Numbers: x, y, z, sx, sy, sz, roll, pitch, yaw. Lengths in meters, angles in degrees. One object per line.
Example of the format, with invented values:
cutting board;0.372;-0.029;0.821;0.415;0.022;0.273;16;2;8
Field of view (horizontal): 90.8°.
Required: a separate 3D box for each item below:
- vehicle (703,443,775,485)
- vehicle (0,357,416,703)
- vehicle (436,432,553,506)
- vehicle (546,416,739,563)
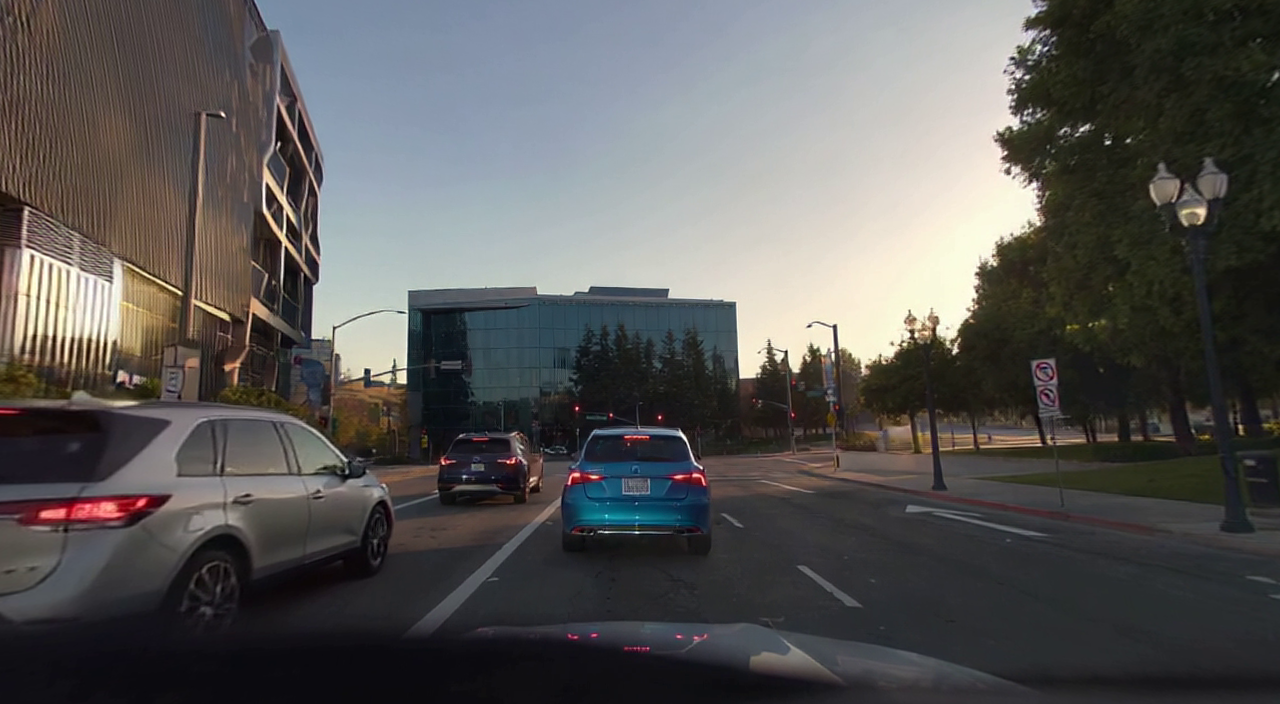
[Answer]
vehicle;3.706;4.259;24.446;2.082;1.445;4.426;0;-8;0
vehicle;-3.569;1.181;4.745;2.083;1.691;4.398;0;-8;1
vehicle;-3.624;2.988;16.584;2.068;1.678;4.199;0;-8;0
vehicle;0.005;1.881;9.388;2.207;1.659;4.155;0;-8;-1
